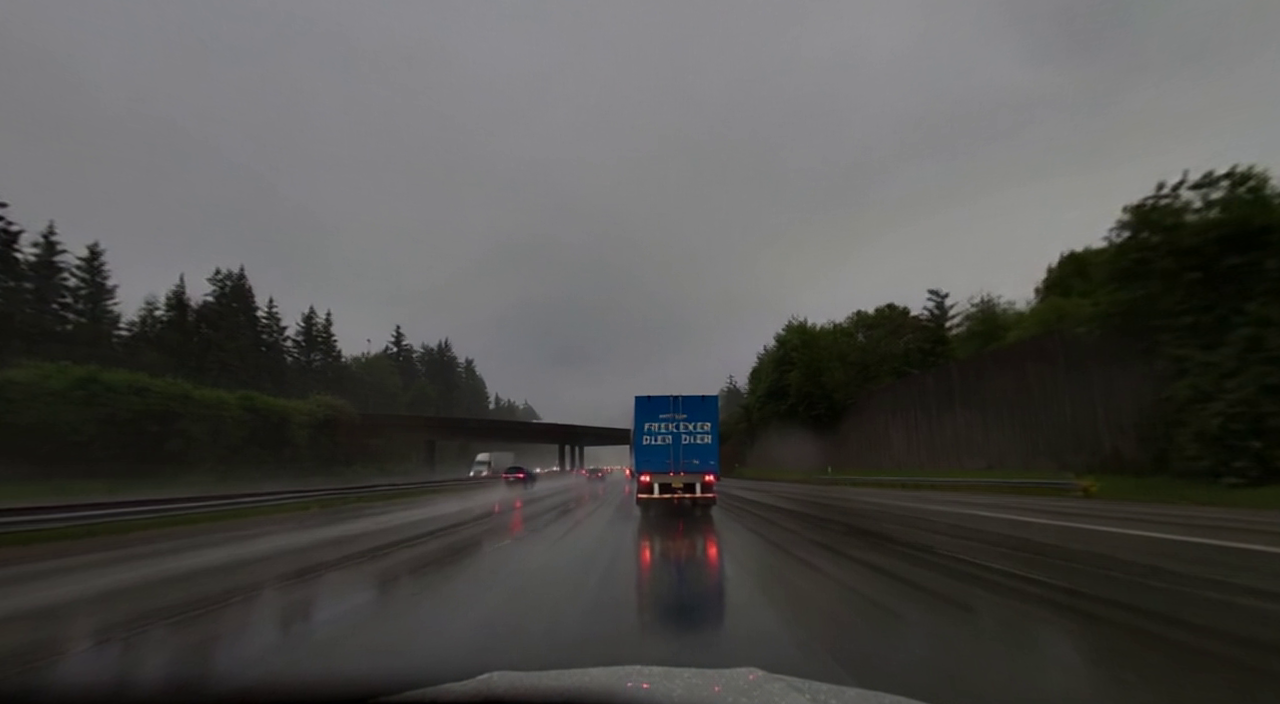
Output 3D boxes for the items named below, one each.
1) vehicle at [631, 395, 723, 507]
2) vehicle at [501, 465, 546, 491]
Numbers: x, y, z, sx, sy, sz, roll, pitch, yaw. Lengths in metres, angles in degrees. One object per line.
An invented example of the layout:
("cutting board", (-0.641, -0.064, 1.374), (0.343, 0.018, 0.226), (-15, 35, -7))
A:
("vehicle", (1.226, 4.272, 26.597), (2.980, 3.834, 9.423), (1, -10, -2))
("vehicle", (-7.490, 8.159, 40.961), (1.955, 1.539, 4.650), (1, -10, 1))
